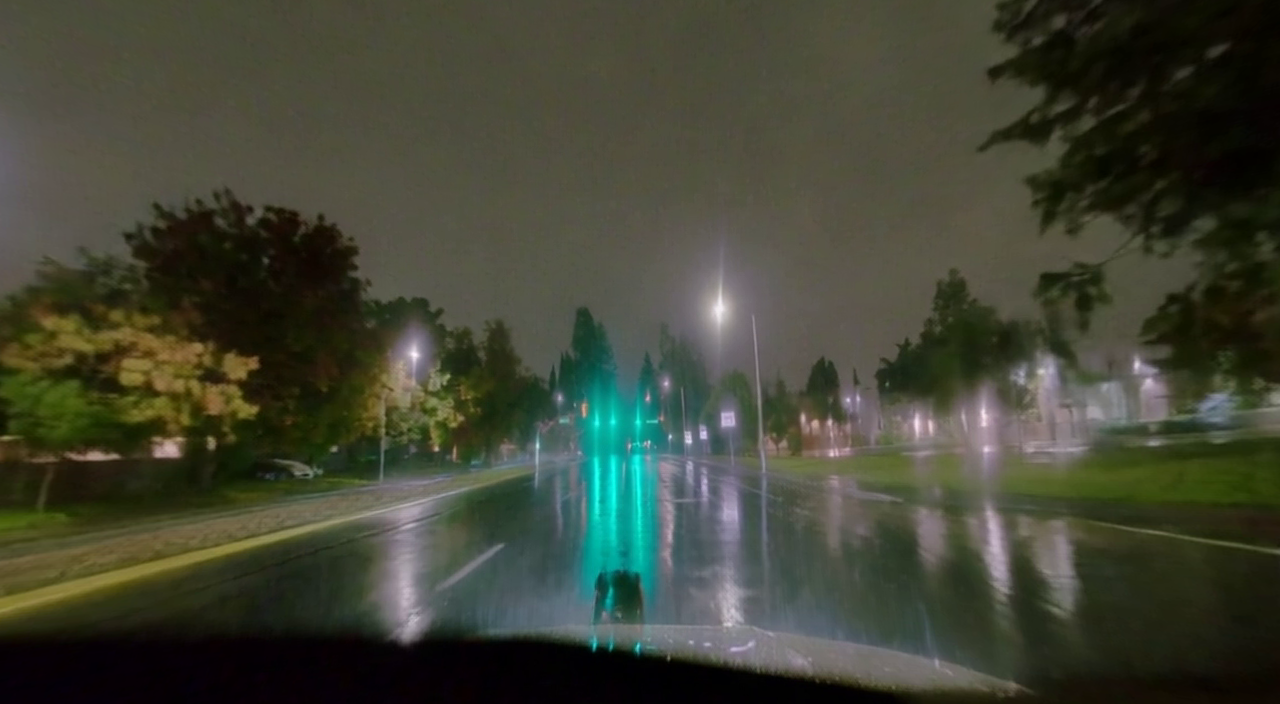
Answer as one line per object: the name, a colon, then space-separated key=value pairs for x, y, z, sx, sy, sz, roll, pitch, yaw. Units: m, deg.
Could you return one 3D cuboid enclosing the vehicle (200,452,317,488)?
vehicle: x=-20.307 y=6.259 z=33.803 sx=4.761 sy=1.812 sz=2.206 roll=0 pitch=-9 yaw=-1
